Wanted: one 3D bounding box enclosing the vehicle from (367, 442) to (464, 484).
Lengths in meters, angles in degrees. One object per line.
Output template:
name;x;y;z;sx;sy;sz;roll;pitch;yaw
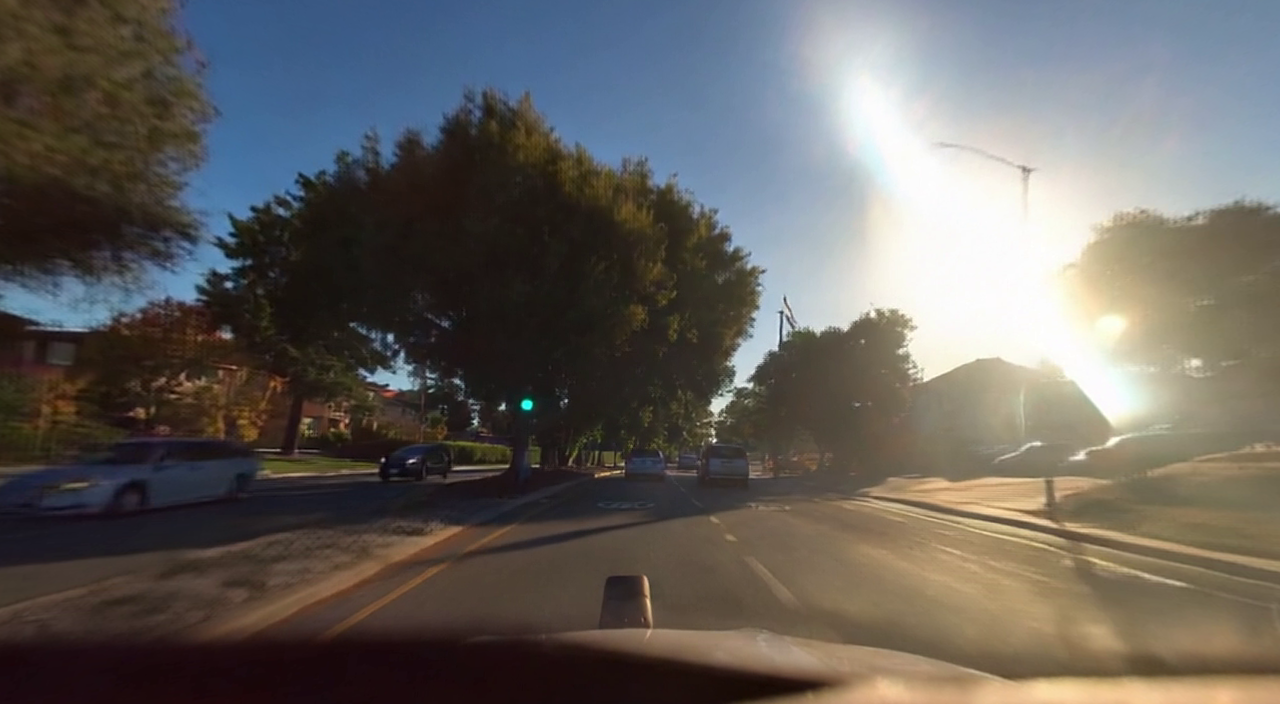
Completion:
vehicle;-8.867;4.405;25.381;1.991;1.503;4.688;-1;-8;3

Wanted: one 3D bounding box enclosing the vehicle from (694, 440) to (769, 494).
vehicle;3.297;4.240;23.610;2.166;1.799;4.372;0;-8;0

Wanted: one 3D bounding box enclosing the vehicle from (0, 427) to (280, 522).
vehicle;-9.176;2.256;12.156;1.829;1.463;4.403;0;-8;0

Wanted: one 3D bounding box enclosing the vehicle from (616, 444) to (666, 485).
vehicle;0.128;5.356;30.398;2.185;1.822;4.391;0;-8;2
